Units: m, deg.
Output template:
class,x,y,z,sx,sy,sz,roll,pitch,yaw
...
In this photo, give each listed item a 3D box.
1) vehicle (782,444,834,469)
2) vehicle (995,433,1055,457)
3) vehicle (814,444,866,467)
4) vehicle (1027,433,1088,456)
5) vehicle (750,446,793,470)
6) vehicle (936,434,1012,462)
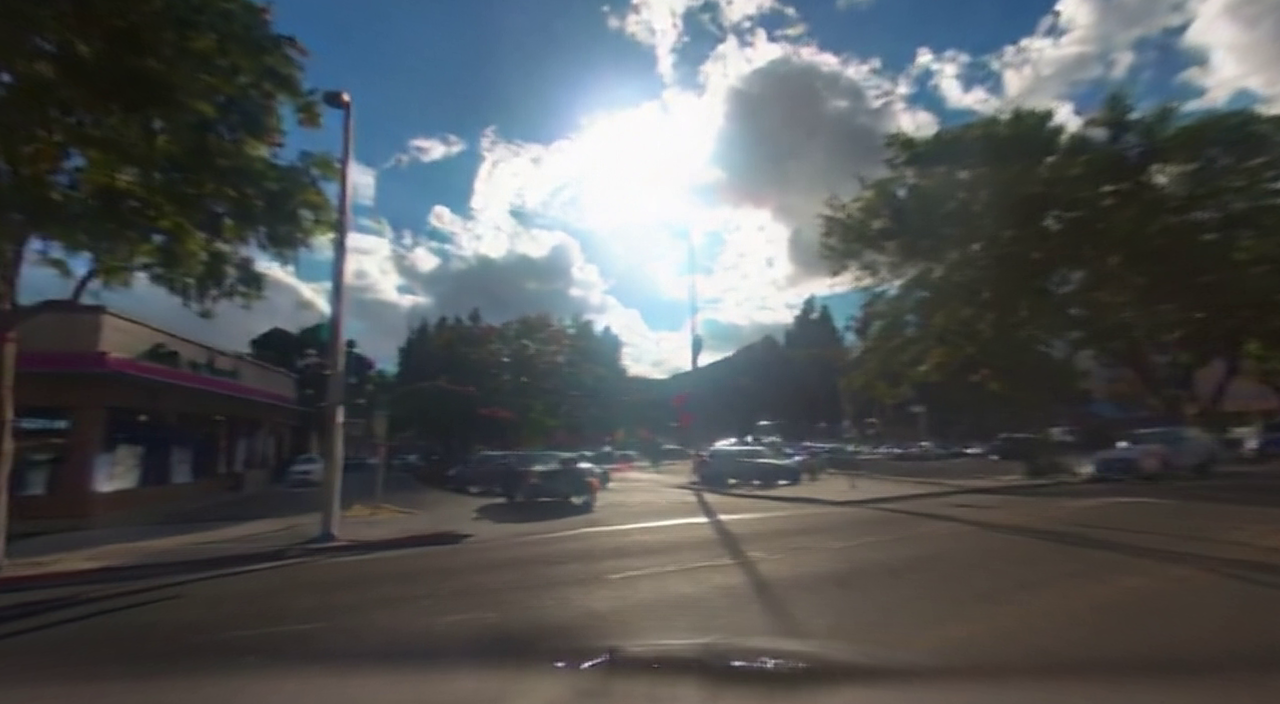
class,x,y,z,sx,sy,sz,roll,pitch,yaw
vehicle,11.056,6.903,41.992,2.121,1.541,5.124,0,-8,1
vehicle,27.769,6.770,45.717,1.858,1.485,3.786,-2,-11,0
vehicle,14.015,7.260,44.552,2.102,1.541,4.416,0,-8,-1
vehicle,30.612,6.835,46.425,1.856,1.463,3.746,-2,-10,0
vehicle,8.613,6.977,41.756,2.130,1.458,4.157,-1,-9,3
vehicle,22.188,6.424,42.265,2.112,1.719,5.483,0,-8,0
